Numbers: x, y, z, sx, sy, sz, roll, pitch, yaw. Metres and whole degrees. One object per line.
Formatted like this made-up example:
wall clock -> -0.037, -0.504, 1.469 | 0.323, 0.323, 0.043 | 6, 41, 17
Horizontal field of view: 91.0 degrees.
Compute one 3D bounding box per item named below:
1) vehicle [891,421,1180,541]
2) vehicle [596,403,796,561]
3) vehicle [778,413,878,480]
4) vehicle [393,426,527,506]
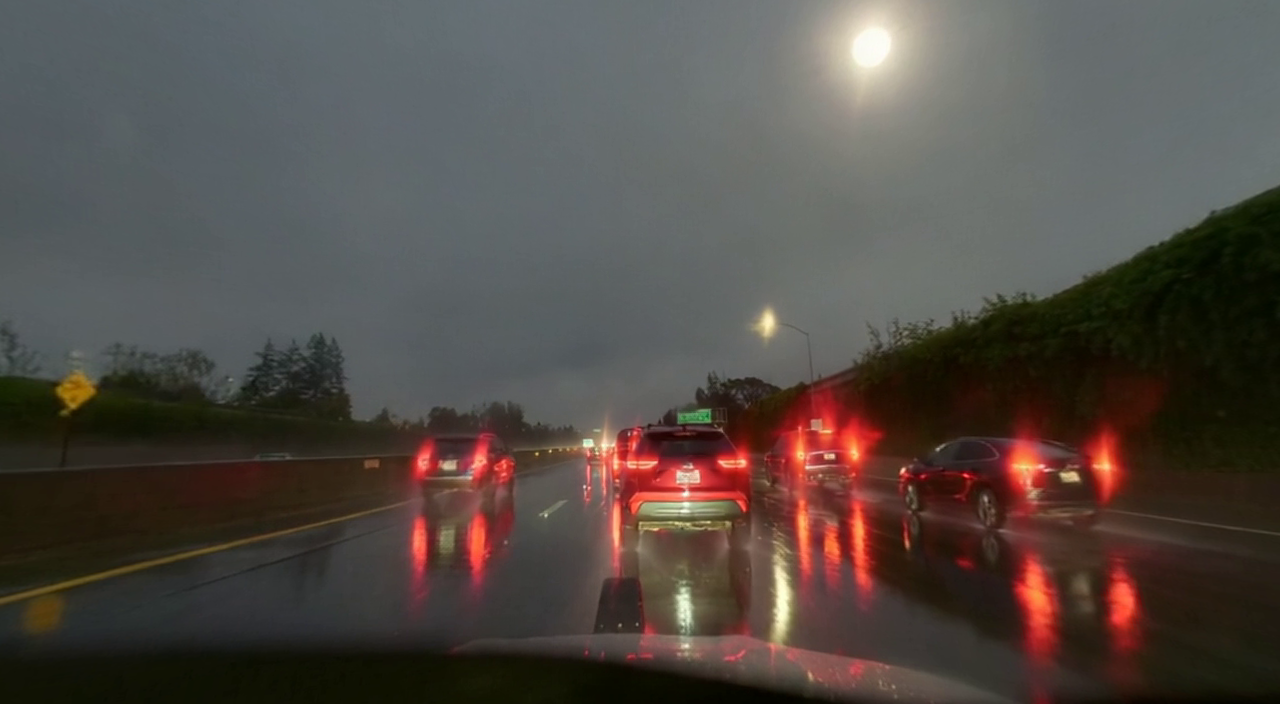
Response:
vehicle -> 6.402, 2.130, 11.004 | 1.972, 1.647, 4.429 | 1, -9, -3
vehicle -> 0.498, 1.756, 9.095 | 2.230, 1.740, 3.976 | 1, -9, -4
vehicle -> 7.726, 4.017, 26.671 | 2.390, 2.503, 5.788 | 0, -9, 0
vehicle -> -4.380, 2.866, 16.225 | 2.047, 1.755, 4.638 | 0, -9, 0
